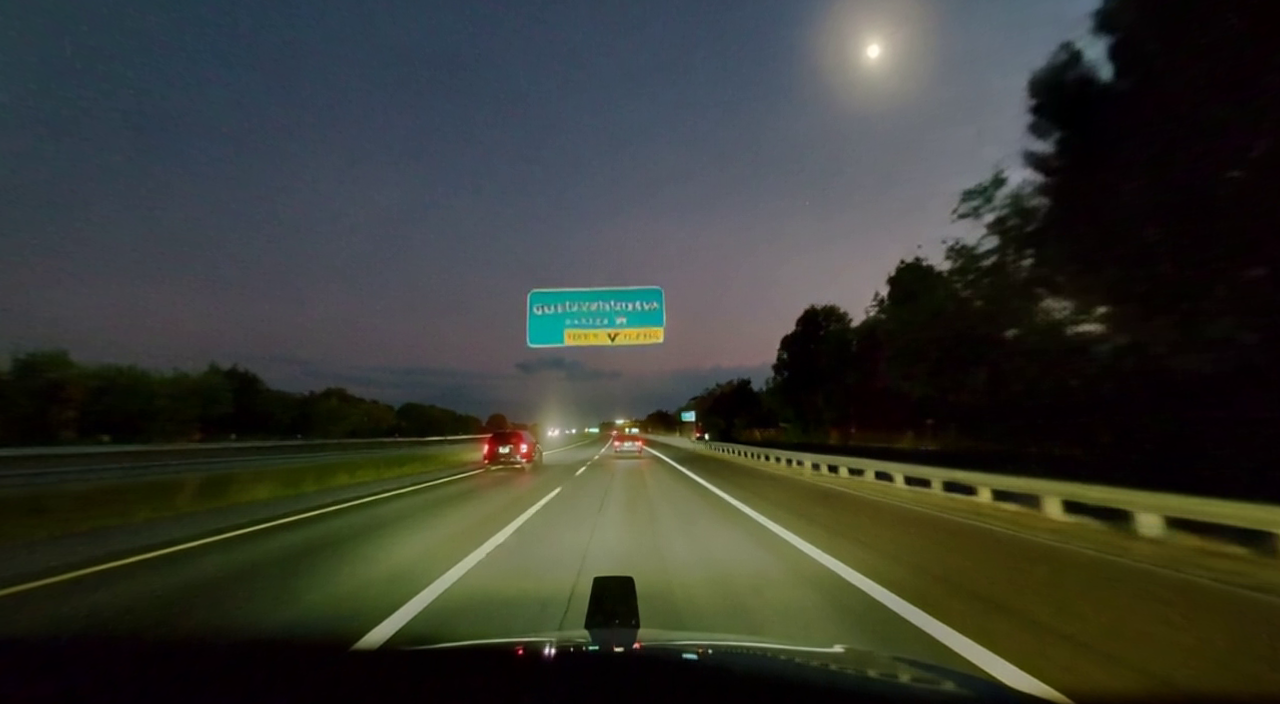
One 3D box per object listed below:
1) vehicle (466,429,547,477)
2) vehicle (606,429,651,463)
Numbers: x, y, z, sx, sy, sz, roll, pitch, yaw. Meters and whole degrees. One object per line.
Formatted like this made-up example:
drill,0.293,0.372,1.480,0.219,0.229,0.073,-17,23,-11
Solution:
vehicle,-4.577,3.512,22.211,1.975,1.518,4.242,0,-8,-1
vehicle,-0.613,4.863,32.707,2.162,1.616,4.242,0,-8,-1
